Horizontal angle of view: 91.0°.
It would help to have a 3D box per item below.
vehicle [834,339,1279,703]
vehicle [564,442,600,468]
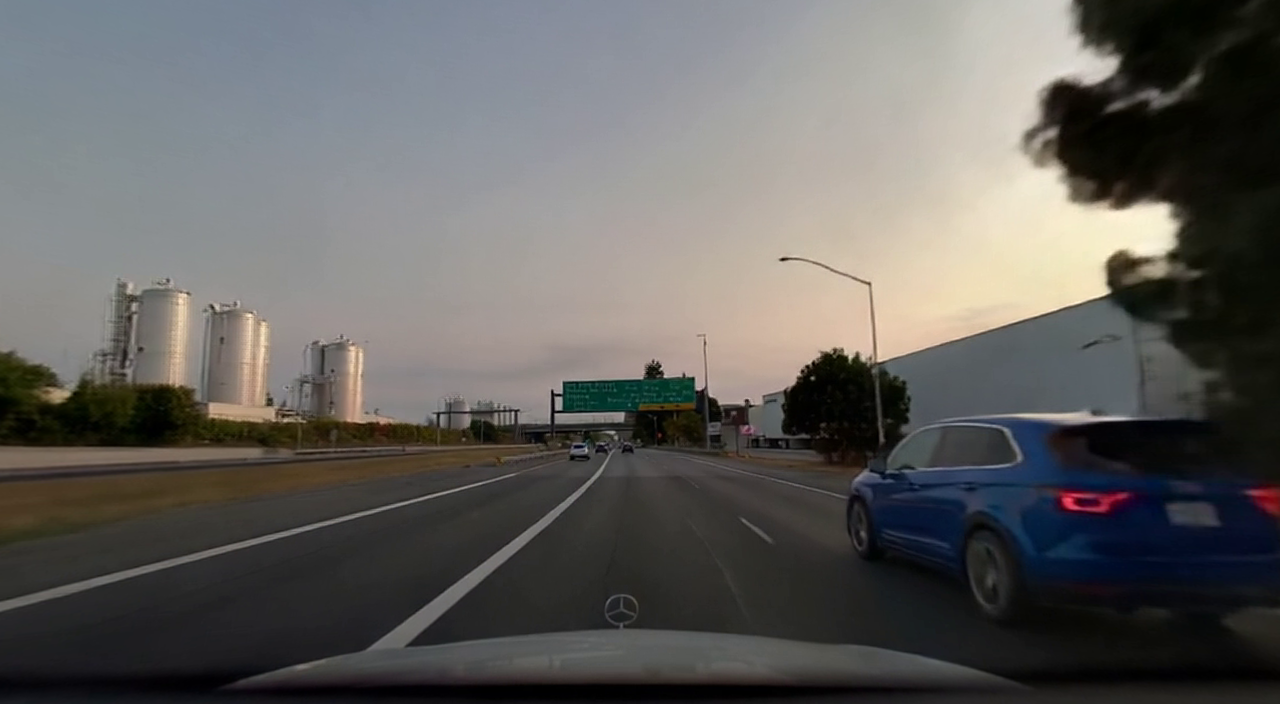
[{"bbox_3d":[3.582,1.204,5.326,2.296,1.790,5.067,-1,-9,1],"label":"vehicle"},{"bbox_3d":[-3.801,6.826,41.827,2.012,1.571,4.232,-1,-9,0],"label":"vehicle"}]
